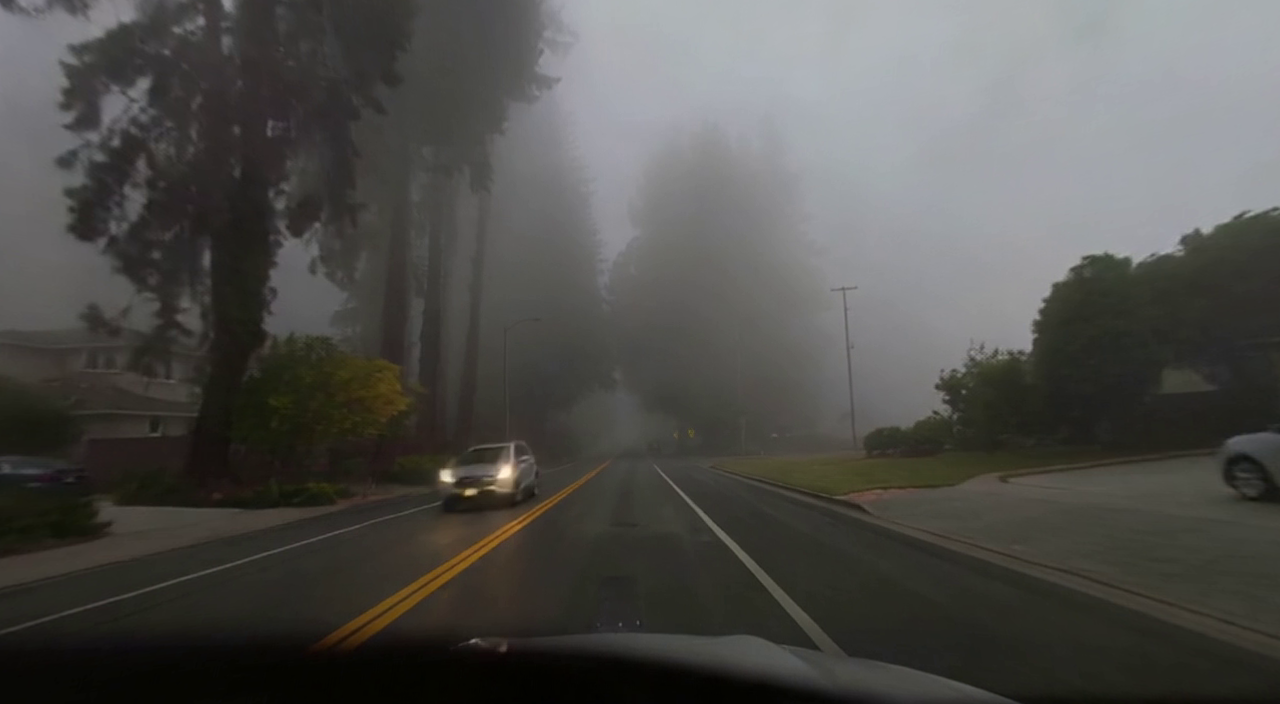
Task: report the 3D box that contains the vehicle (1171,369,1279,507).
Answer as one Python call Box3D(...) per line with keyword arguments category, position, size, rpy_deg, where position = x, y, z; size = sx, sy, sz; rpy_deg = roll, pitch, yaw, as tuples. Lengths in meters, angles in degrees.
Box3D(category="vehicle", position=(10.775, 1.134, 8.465), size=(2.305, 2.042, 5.711), rpy_deg=(0, -8, 0))

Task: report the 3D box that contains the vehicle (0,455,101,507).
Box3D(category="vehicle", position=(-19.401, 3.841, 19.003), size=(4.459, 1.432, 1.979), rpy_deg=(0, -9, -2))

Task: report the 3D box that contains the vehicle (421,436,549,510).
Box3D(category="vehicle", position=(-3.869, 3.106, 16.675), size=(2.208, 1.663, 4.326), rpy_deg=(0, -8, 1))
